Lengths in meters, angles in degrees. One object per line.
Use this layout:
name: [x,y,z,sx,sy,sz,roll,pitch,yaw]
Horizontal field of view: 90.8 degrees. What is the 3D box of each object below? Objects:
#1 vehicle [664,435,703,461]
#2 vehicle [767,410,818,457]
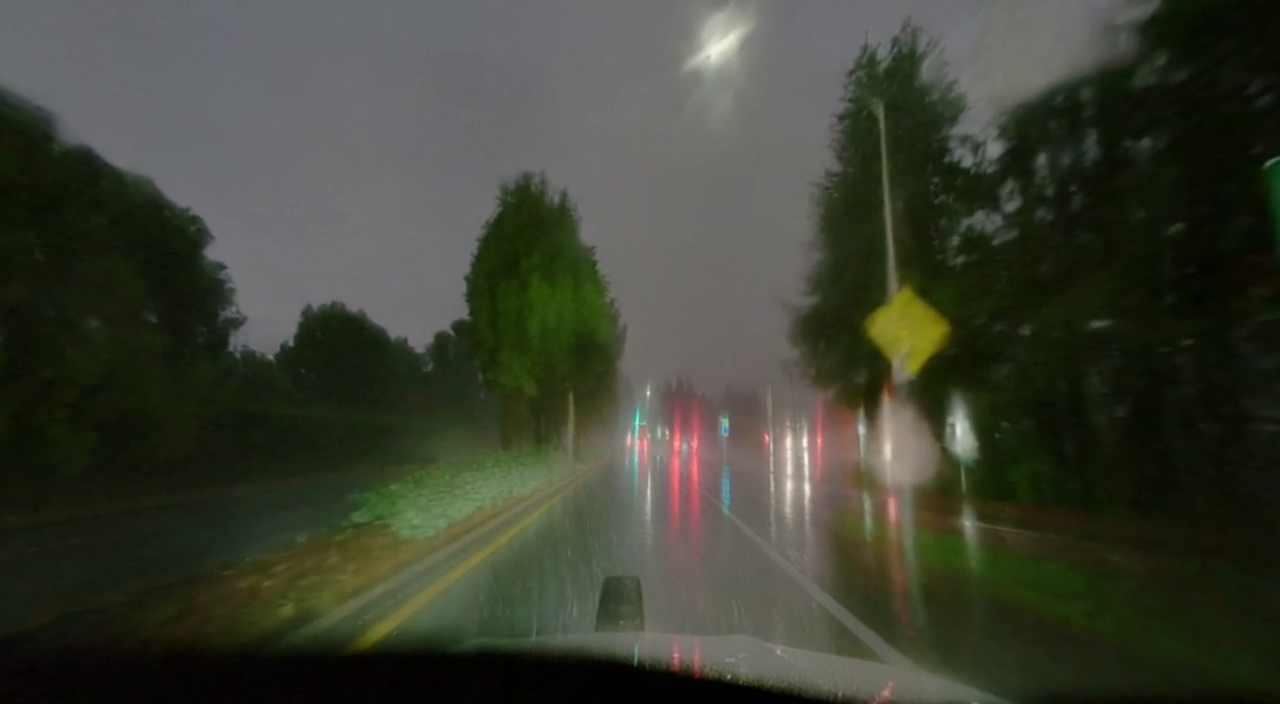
vehicle: [3.090,6.951,45.947,2.183,1.744,4.424,0,-8,-4]
vehicle: [10.915,5.893,45.433,3.250,3.147,4.411,-3,-9,13]
